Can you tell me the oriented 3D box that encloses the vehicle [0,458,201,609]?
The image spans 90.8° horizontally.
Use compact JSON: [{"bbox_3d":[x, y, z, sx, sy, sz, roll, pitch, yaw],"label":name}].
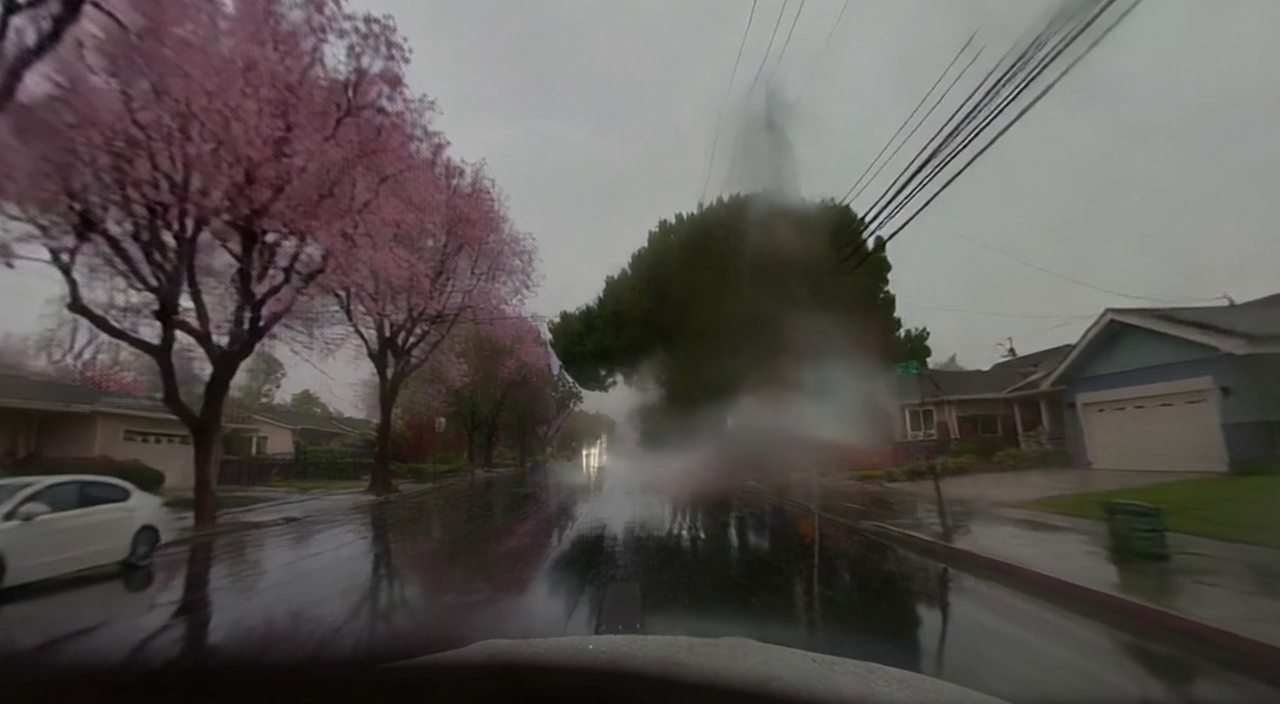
[{"bbox_3d":[-6.966,1.908,6.808,1.766,1.320,3.947,-2,-8,-2],"label":"vehicle"}]
